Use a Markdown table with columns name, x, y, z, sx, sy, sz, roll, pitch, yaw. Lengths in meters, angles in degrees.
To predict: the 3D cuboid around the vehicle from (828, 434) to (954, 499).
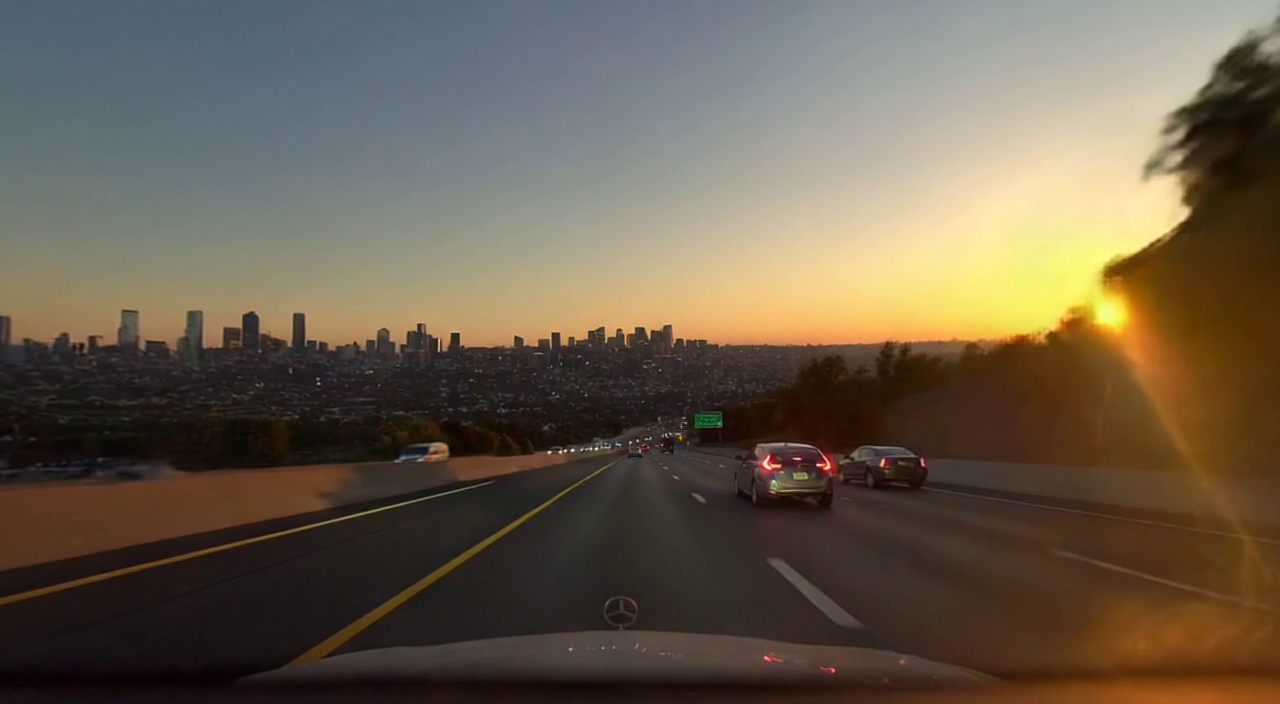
| name | x | y | z | sx | sy | sz | roll | pitch | yaw |
| --- | --- | --- | --- | --- | --- | --- | --- | --- | --- |
| vehicle | 6.871 | 3.150 | 17.780 | 1.856 | 1.592 | 3.920 | 0 | -8 | -1 |

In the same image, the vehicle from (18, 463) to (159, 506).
| name | x | y | z | sx | sy | sz | roll | pitch | yaw |
| --- | --- | --- | --- | --- | --- | --- | --- | --- | --- |
| vehicle | -22.926 | 5.489 | 26.498 | 1.845 | 1.496 | 4.380 | 0 | -8 | 2 |

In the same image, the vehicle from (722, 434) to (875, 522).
| name | x | y | z | sx | sy | sz | roll | pitch | yaw |
| --- | --- | --- | --- | --- | --- | --- | --- | --- | --- |
| vehicle | 3.104 | 2.576 | 13.516 | 1.982 | 1.533 | 4.612 | 0 | -8 | -1 |
